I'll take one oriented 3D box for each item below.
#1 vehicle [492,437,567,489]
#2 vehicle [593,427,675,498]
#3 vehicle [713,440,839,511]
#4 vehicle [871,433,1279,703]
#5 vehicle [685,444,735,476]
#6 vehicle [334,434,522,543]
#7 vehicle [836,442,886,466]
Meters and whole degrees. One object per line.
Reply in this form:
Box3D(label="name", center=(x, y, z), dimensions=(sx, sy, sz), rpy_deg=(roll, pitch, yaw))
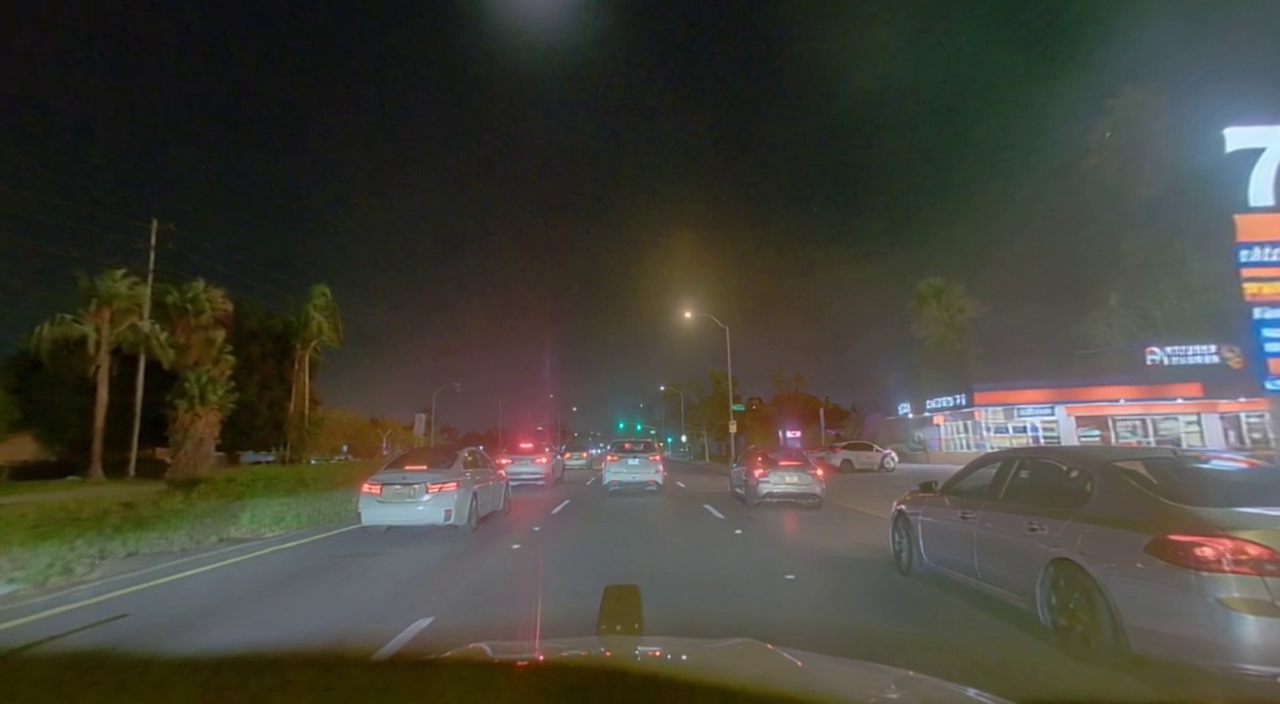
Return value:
Box3D(label="vehicle", center=(-3.845, 3.938, 22.710), dimensions=(1.932, 1.695, 4.235), rpy_deg=(0, -8, 0))
Box3D(label="vehicle", center=(-0.156, 3.246, 18.834), dimensions=(2.164, 1.867, 4.254), rpy_deg=(0, -8, 0))
Box3D(label="vehicle", center=(3.168, 2.972, 15.740), dimensions=(1.977, 1.480, 4.589), rpy_deg=(0, -8, -2))
Box3D(label="vehicle", center=(3.599, 1.402, 4.901), dimensions=(1.867, 1.448, 4.436), rpy_deg=(0, -8, -1))
Box3D(label="vehicle", center=(3.374, 5.307, 31.150), dimensions=(1.880, 1.476, 3.932), rpy_deg=(0, -8, -2))
Box3D(label="vehicle", center=(-3.347, 2.209, 10.898), dimensions=(1.864, 1.505, 4.202), rpy_deg=(0, -8, -1))
Box3D(label="vehicle", center=(13.741, 6.365, 39.338), dimensions=(1.833, 1.392, 3.588), rpy_deg=(0, -8, 0))
